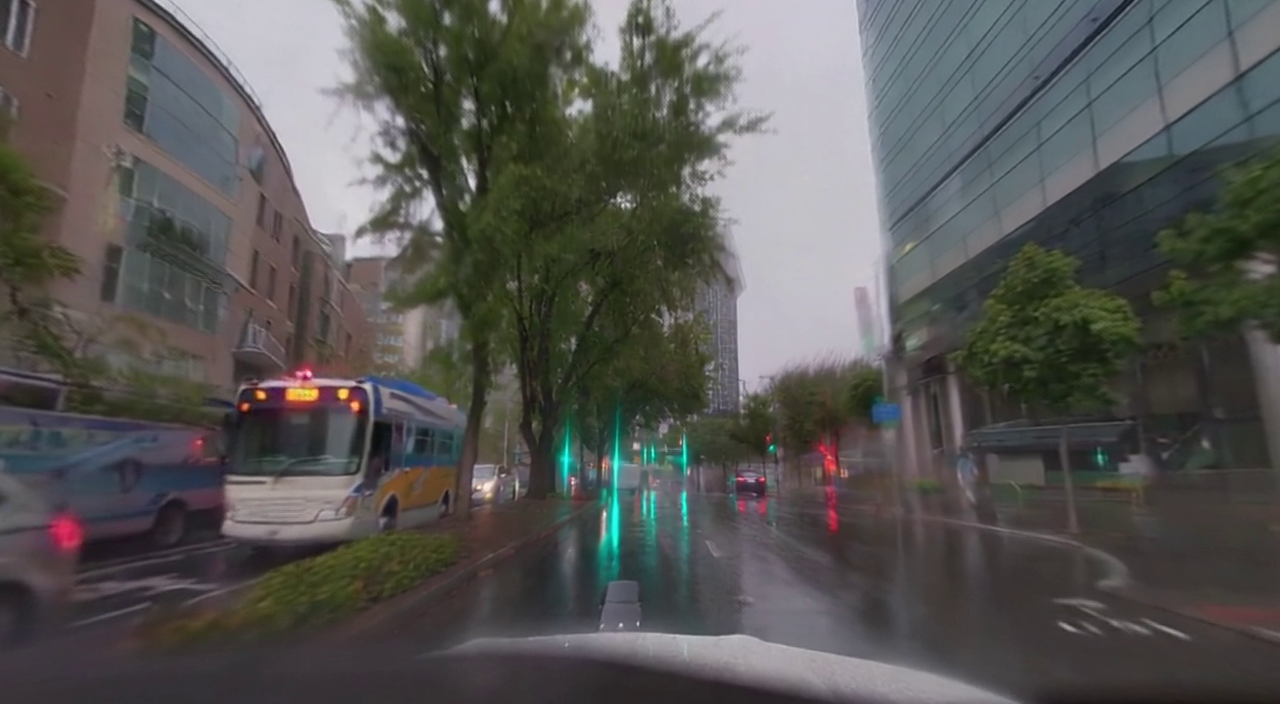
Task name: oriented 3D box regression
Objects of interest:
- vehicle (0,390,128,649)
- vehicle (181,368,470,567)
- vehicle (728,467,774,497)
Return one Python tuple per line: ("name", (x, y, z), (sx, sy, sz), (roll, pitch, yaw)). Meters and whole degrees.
("vehicle", (-5.640, 1.022, 3.301), (1.988, 1.855, 4.599), (0, -9, 1))
("vehicle", (-5.086, 2.007, 11.599), (2.268, 2.708, 5.699), (0, -9, 1))
("vehicle", (6.430, 7.585, 37.065), (1.888, 1.536, 4.381), (0, -9, -1))
